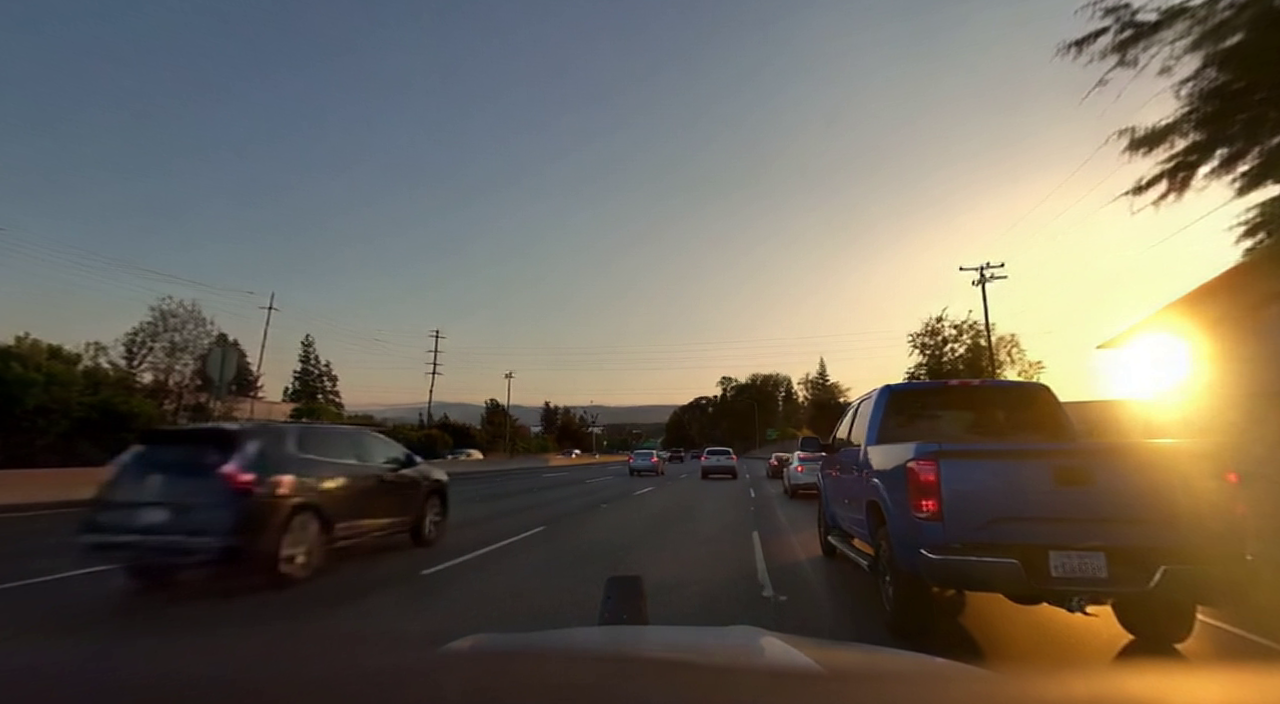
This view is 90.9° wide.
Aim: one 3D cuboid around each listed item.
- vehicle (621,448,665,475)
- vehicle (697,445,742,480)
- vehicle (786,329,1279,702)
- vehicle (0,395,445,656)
[{"bbox_3d":[0.278,6.730,39.000,2.119,1.478,4.644,-1,-9,8],"label":"vehicle"},{"bbox_3d":[4.229,5.726,33.062,2.080,1.682,4.150,-1,-9,10],"label":"vehicle"},{"bbox_3d":[3.399,1.412,7.078,3.024,2.092,6.797,-1,-9,10],"label":"vehicle"},{"bbox_3d":[-4.239,1.506,6.686,2.209,1.714,4.576,-1,-9,10],"label":"vehicle"}]
